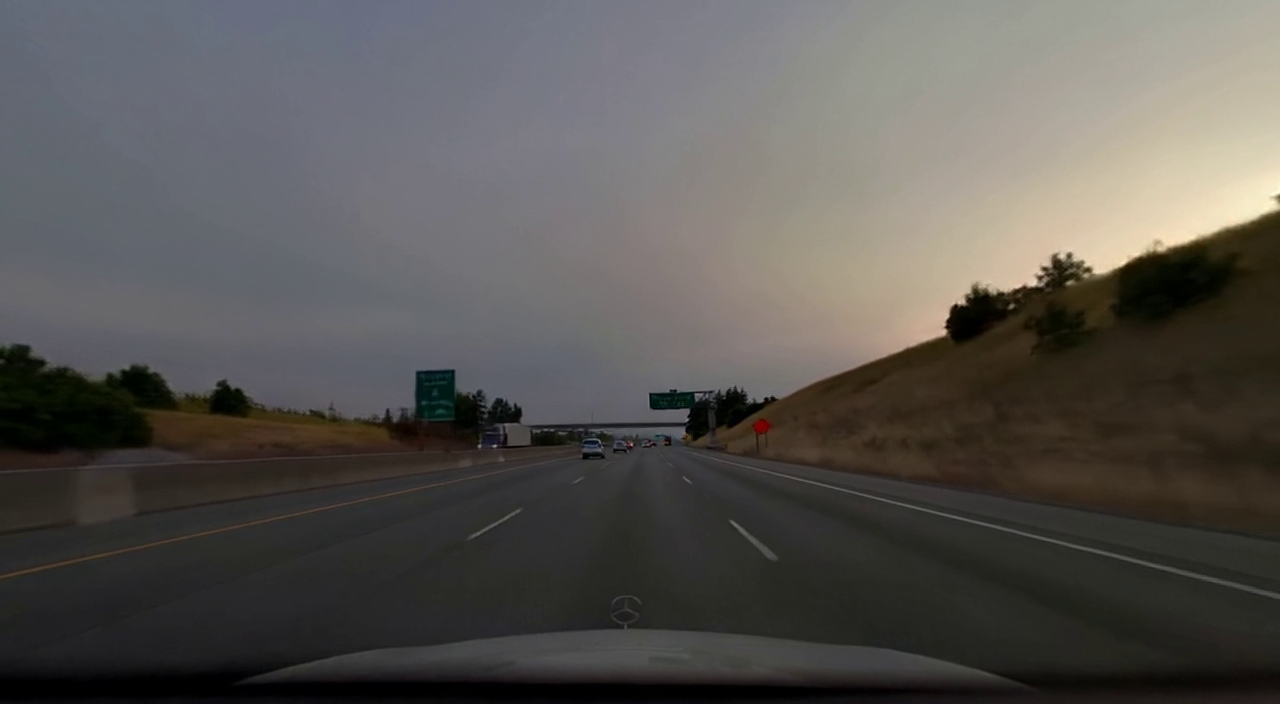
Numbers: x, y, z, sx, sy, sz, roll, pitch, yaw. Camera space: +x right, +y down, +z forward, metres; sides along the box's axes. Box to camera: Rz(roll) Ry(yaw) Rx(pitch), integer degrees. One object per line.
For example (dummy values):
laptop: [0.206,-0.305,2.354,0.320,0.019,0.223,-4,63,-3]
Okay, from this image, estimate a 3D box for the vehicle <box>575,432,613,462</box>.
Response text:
vehicle: [-3.236,6.780,44.873,2.286,2.011,4.452,0,-8,1]
